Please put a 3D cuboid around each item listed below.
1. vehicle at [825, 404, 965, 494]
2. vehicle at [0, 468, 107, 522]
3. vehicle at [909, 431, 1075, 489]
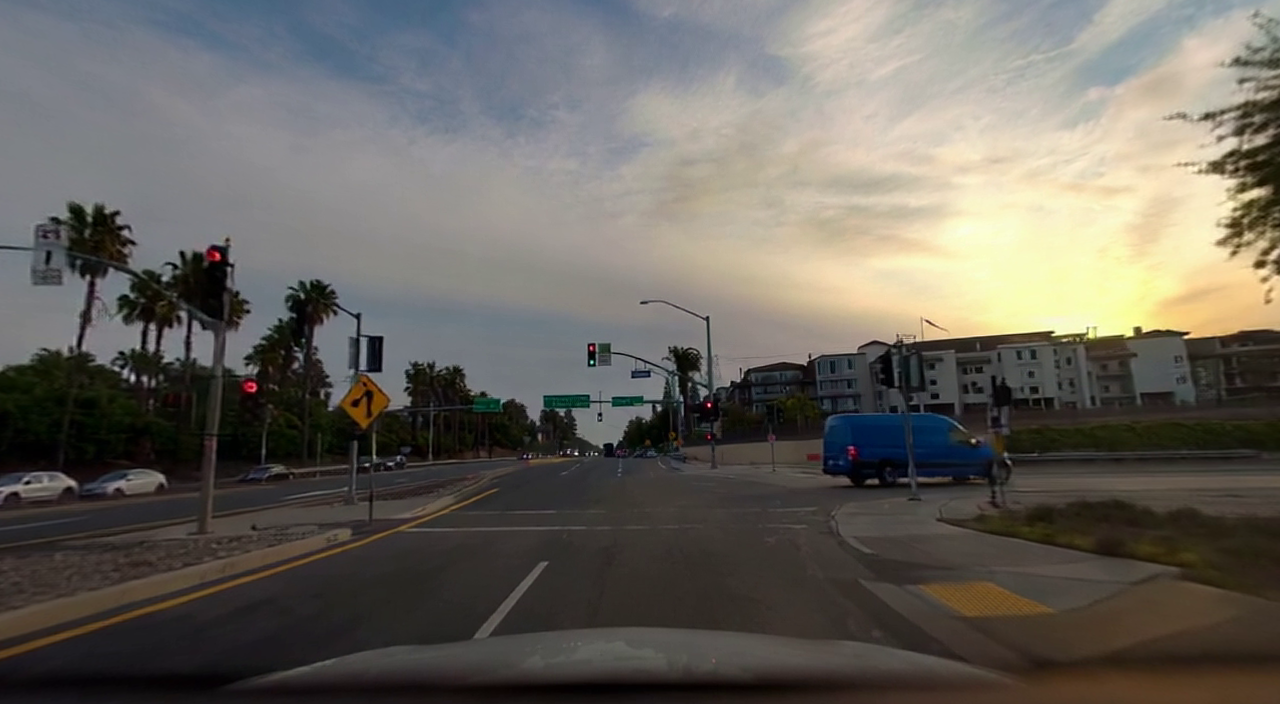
[{"bbox_3d":[9.436,3.589,23.429,4.180,3.020,2.606,5,-11,-30],"label":"vehicle"},{"bbox_3d":[-19.668,4.558,20.606,4.881,1.477,2.204,-7,-11,35],"label":"vehicle"},{"bbox_3d":[14.273,4.340,25.639,6.055,2.140,2.266,3,-10,-19],"label":"vehicle"}]
